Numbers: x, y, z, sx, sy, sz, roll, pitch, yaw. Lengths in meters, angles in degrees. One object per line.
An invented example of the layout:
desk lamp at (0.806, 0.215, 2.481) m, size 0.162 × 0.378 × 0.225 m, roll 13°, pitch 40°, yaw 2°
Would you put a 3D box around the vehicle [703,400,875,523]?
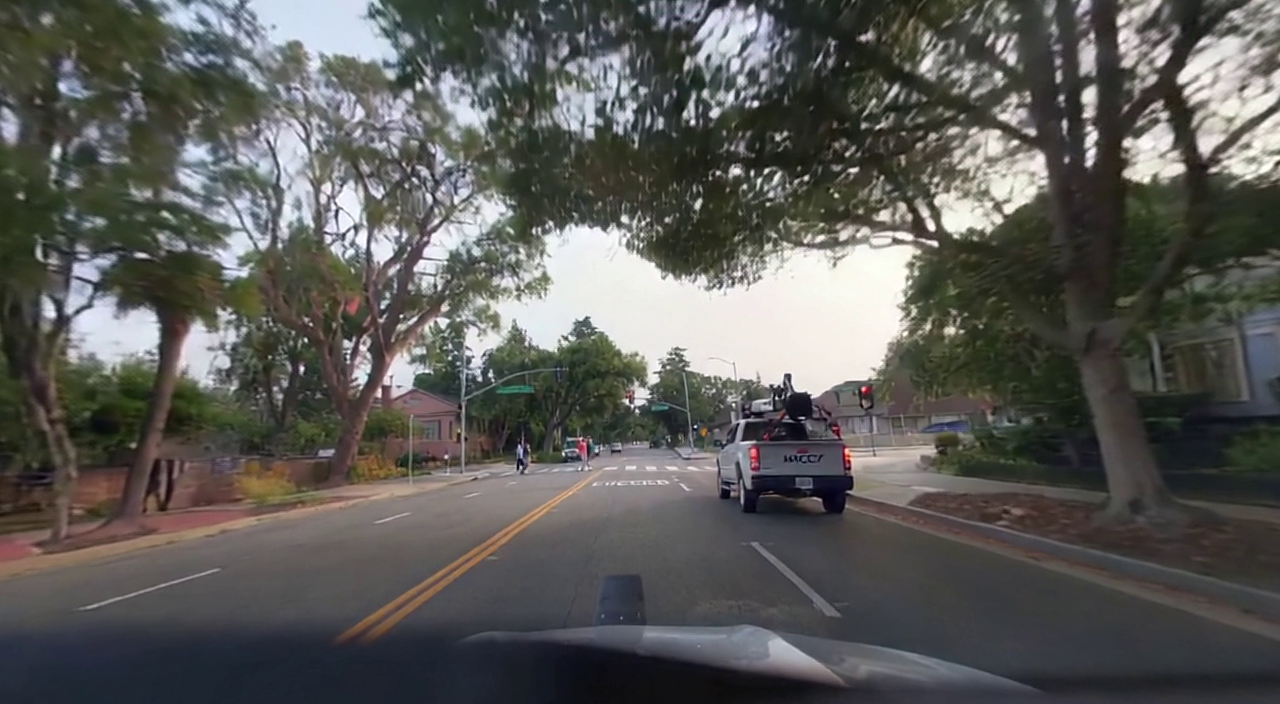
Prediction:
vehicle at (2.730, 2.214, 13.229) m, size 2.177 × 2.015 × 5.463 m, roll 0°, pitch -8°, yaw -1°
